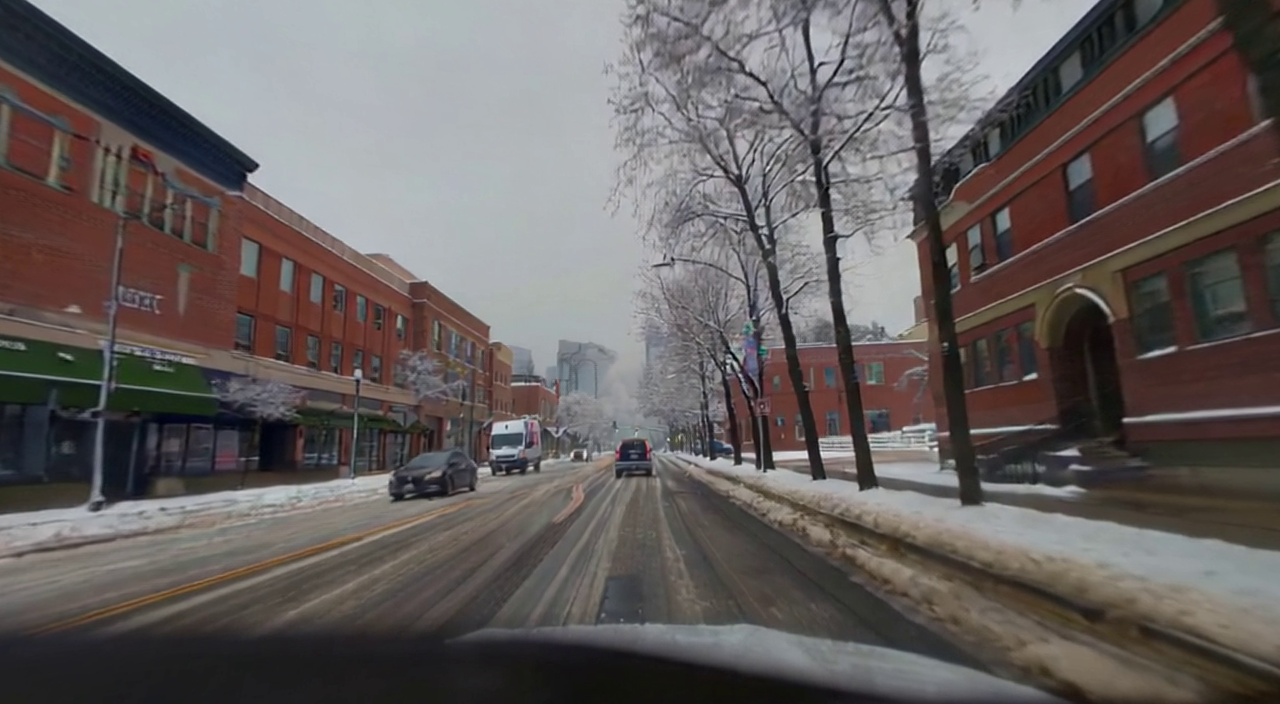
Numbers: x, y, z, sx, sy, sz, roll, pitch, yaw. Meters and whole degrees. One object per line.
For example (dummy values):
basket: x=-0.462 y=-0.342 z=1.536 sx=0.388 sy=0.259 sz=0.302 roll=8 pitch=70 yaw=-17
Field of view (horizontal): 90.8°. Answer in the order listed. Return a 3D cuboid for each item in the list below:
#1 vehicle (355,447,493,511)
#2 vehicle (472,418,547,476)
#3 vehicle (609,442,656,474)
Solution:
vehicle: x=-5.696 y=3.379 z=17.368 sx=2.039 sy=1.484 sz=4.391 roll=-1 pitch=-9 yaw=3
vehicle: x=-7.527 y=5.652 z=37.511 sx=2.754 sy=3.065 sz=7.103 roll=0 pitch=-9 yaw=1
vehicle: x=-0.368 y=5.685 z=34.124 sx=2.356 sy=1.572 sz=4.810 roll=0 pitch=-9 yaw=1
